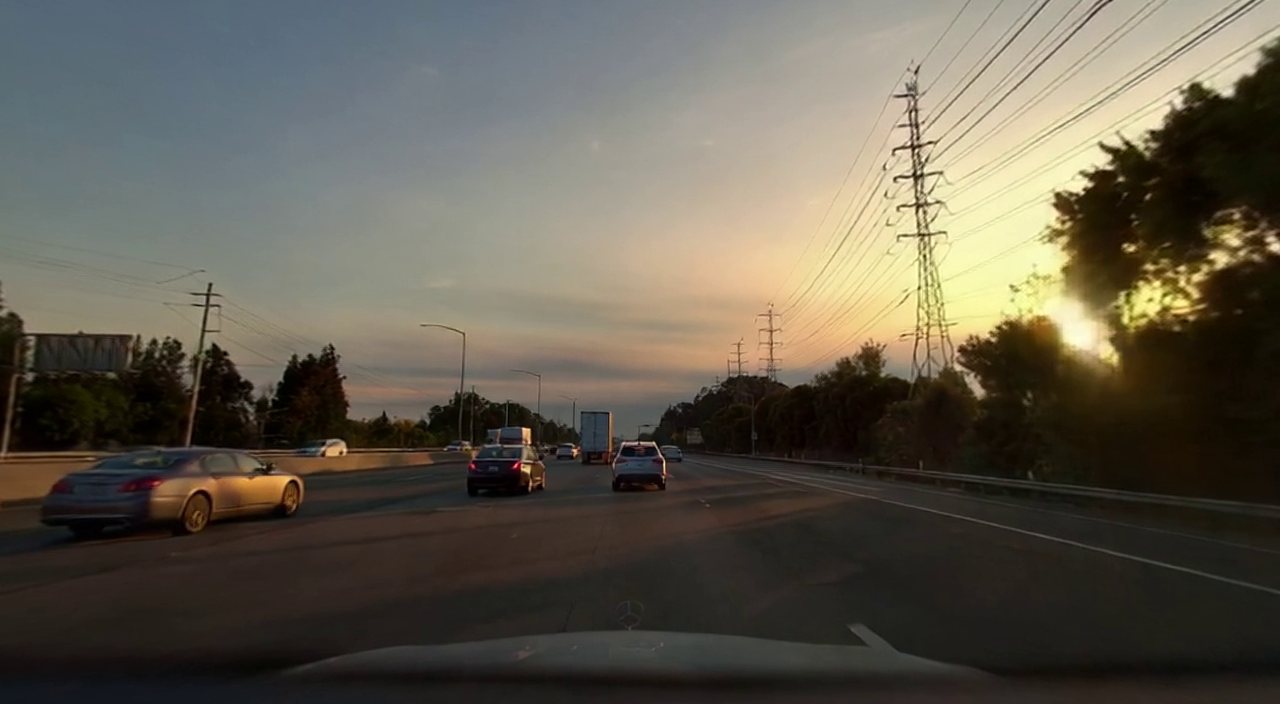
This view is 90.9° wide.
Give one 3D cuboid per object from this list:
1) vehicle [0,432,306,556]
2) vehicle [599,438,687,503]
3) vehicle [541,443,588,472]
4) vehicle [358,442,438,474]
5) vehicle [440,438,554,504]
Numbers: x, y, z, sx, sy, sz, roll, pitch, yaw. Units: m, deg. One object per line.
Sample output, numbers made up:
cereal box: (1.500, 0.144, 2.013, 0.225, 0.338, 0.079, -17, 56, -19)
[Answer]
vehicle: (-7.372, 2.016, 9.738, 1.867, 1.445, 4.499, 0, -9, 1)
vehicle: (0.033, 3.059, 16.757, 2.018, 1.470, 4.491, 0, -9, -1)
vehicle: (-3.932, 5.568, 33.494, 2.013, 1.437, 3.801, 0, -9, 0)
vehicle: (-12.100, 5.321, 31.912, 2.089, 1.500, 4.780, 0, -9, 1)
vehicle: (-3.502, 2.985, 16.281, 1.912, 1.464, 4.115, 0, -9, 1)
